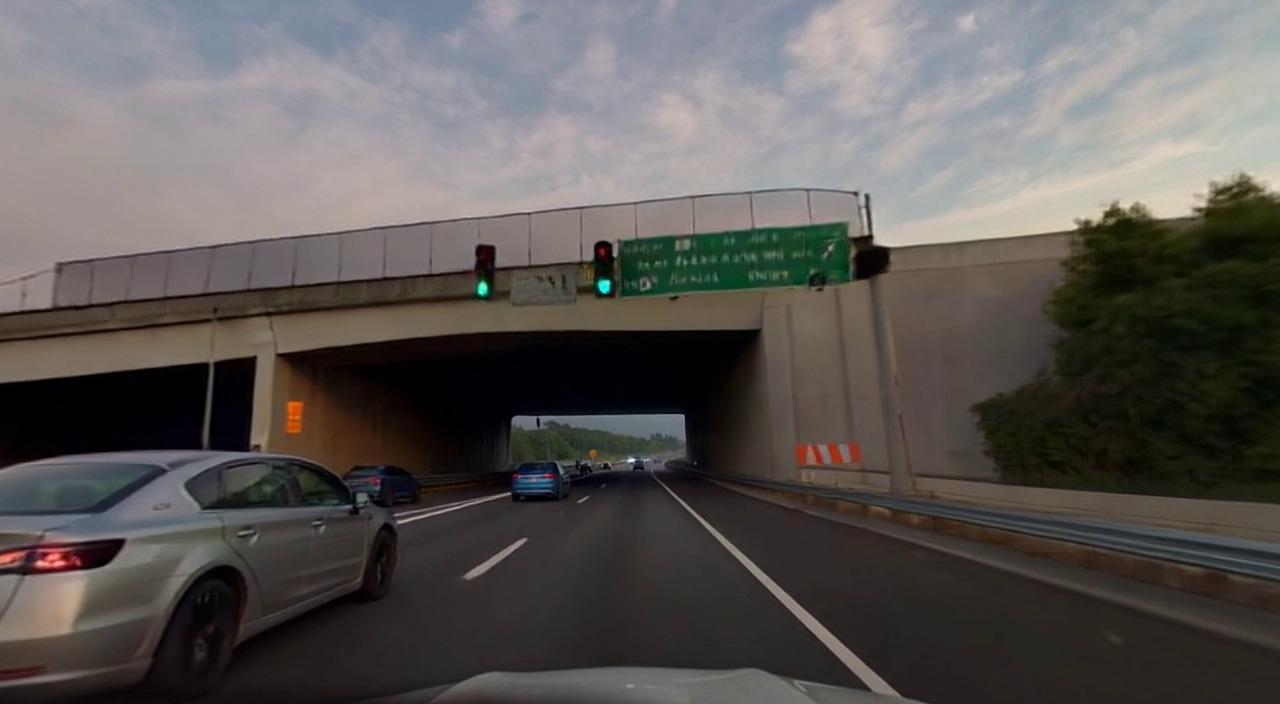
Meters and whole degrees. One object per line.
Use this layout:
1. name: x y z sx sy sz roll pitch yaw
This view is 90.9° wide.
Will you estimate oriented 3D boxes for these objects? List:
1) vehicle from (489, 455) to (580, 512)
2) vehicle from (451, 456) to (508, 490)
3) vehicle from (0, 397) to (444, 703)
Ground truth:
1. vehicle: -3.029 3.891 18.908 1.992 1.466 3.690 1 -10 2
2. vehicle: -7.938 6.032 31.556 1.823 1.540 4.231 1 -10 -1
3. vehicle: -3.277 1.314 4.469 2.023 1.507 5.082 1 -10 1
